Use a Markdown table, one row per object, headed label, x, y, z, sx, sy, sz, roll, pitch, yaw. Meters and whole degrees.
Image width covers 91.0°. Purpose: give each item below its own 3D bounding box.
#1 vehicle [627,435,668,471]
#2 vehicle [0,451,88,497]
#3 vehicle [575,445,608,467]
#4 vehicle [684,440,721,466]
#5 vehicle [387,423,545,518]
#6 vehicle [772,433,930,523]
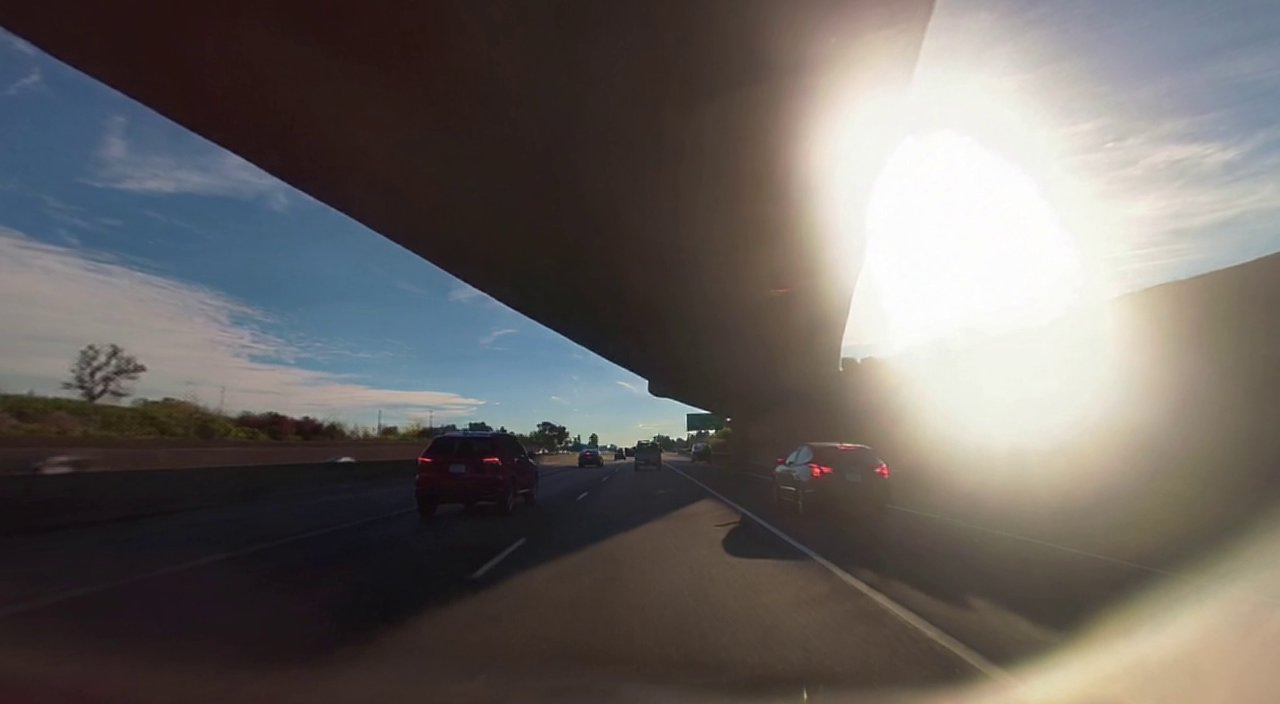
| label | x | y | z | sx | sy | sz | roll | pitch | yaw |
| --- | --- | --- | --- | --- | --- | --- | --- | --- | --- |
| vehicle | 0.410 | 5.755 | 35.947 | 2.155 | 1.909 | 4.529 | 0 | -9 | 0 |
| vehicle | -23.401 | 4.439 | 23.057 | 1.918 | 1.555 | 4.687 | 0 | -9 | 3 |
| vehicle | -3.462 | 7.497 | 45.632 | 1.994 | 1.475 | 4.171 | 0 | -9 | 1 |
| vehicle | 4.606 | 7.502 | 46.905 | 2.231 | 1.807 | 4.588 | 0 | -9 | 0 |
| vehicle | -3.582 | 2.550 | 14.014 | 2.089 | 1.751 | 4.515 | 0 | -9 | 2 |
| vehicle | 4.097 | 2.504 | 12.984 | 1.959 | 1.554 | 3.795 | 0 | -9 | 1 |
